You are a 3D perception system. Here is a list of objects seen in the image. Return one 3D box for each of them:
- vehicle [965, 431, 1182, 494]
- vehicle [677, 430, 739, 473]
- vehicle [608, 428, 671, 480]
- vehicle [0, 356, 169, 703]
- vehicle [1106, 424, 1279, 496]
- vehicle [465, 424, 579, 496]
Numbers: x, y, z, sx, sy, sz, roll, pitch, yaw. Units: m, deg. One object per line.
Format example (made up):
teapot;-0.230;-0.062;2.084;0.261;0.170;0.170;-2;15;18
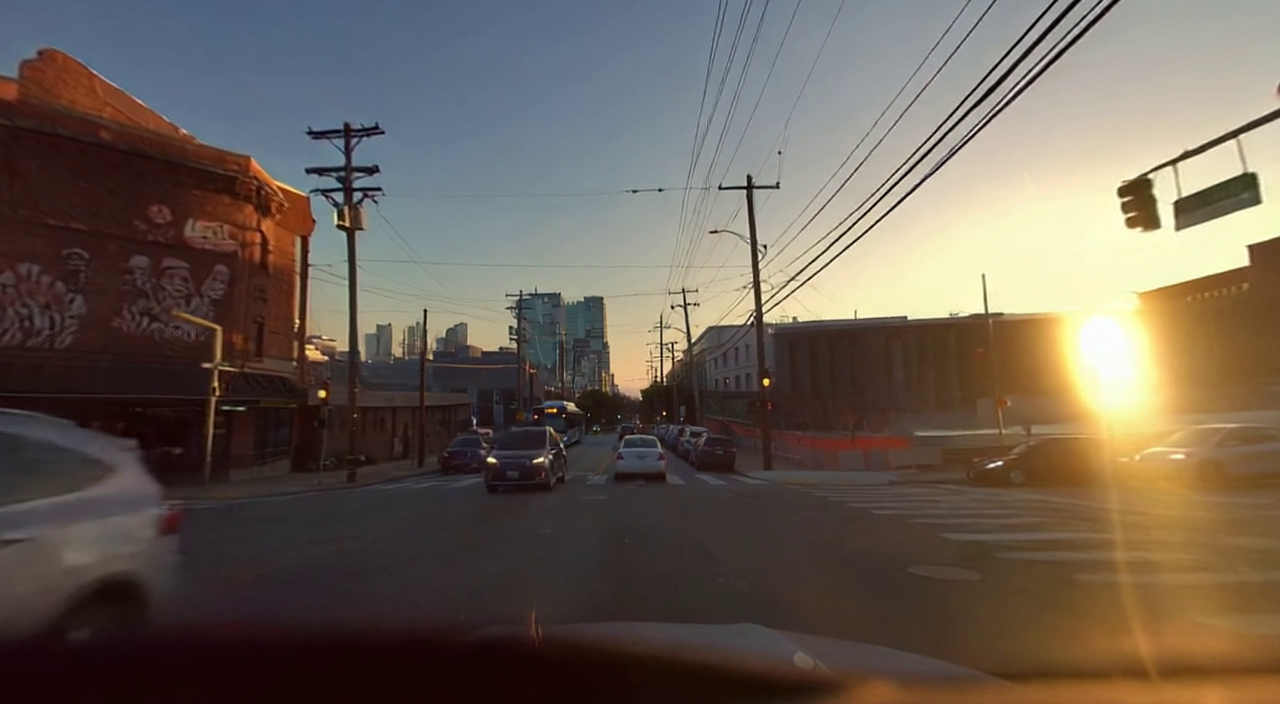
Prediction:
vehicle;12.044;3.074;17.823;4.576;1.650;1.980;0;-8;2
vehicle;2.922;4.418;28.144;2.171;1.751;4.373;0;-9;-1
vehicle;-0.054;3.837;23.927;2.190;1.783;4.048;0;-8;-1
vehicle;-3.284;0.663;0.960;2.055;1.660;3.954;0;-8;-1
vehicle;14.228;2.493;14.711;5.045;1.527;2.107;0;-8;-1
vehicle;-3.483;3.372;20.150;2.474;1.926;5.823;0;-8;0
